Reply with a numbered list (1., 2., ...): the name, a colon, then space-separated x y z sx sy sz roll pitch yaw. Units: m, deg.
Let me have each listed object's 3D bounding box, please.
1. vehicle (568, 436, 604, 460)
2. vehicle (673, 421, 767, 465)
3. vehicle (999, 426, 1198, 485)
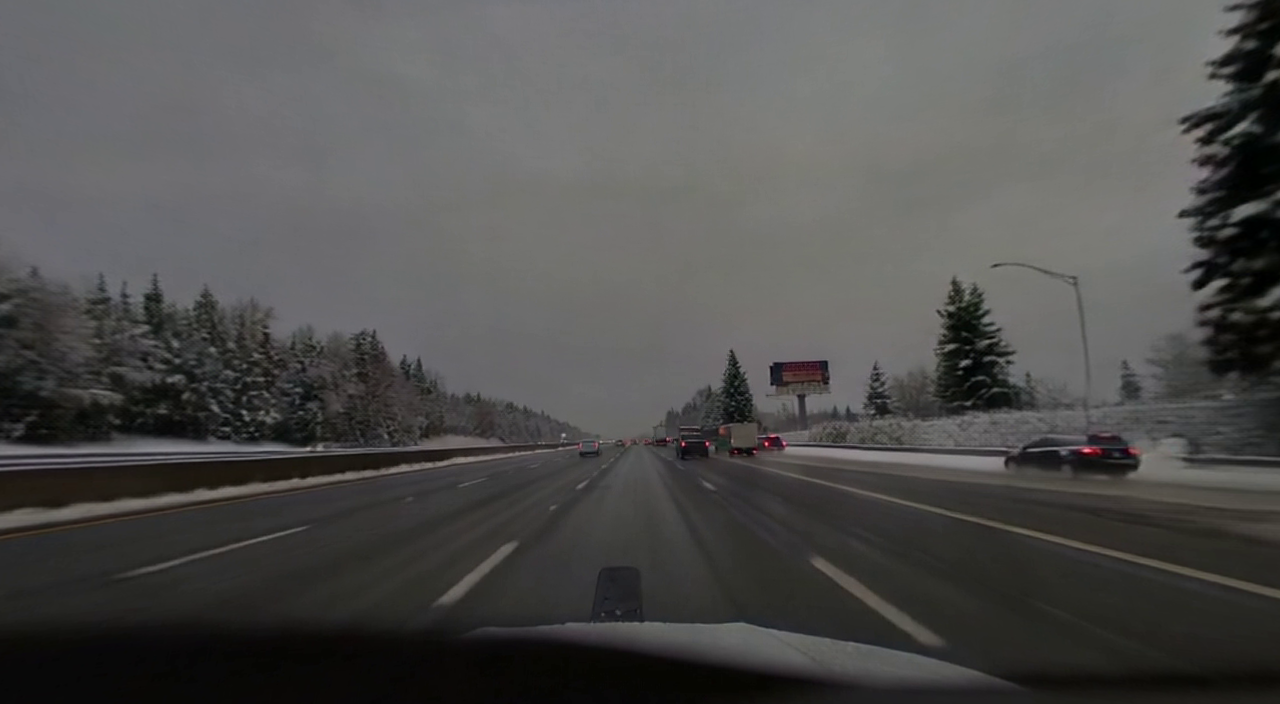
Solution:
1. vehicle: -3.553 6.459 42.239 2.066 1.500 4.415 0 -8 0
2. vehicle: 4.009 5.153 35.522 3.042 2.004 14.051 0 -8 -2
3. vehicle: 16.146 3.679 22.740 2.261 1.824 5.678 2 -9 -10
